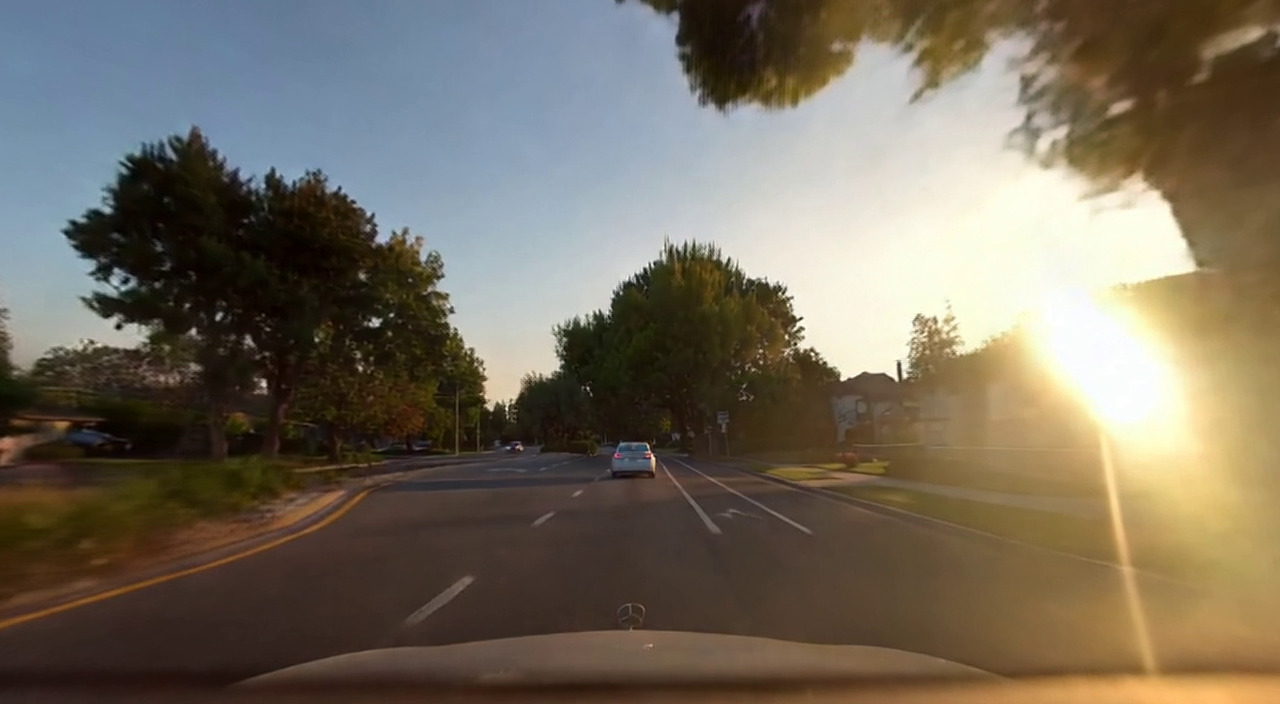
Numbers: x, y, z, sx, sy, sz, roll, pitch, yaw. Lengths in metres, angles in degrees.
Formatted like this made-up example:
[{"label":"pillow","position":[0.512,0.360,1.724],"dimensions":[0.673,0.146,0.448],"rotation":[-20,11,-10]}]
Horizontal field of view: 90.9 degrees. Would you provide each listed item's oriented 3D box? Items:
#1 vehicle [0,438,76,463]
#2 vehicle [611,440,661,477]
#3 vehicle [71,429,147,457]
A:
[{"label":"vehicle","position":[-35.148,5.677,36.377],"dimensions":[3.471,1.391,1.625],"rotation":[0,-9,-1]},{"label":"vehicle","position":[-0.145,4.589,27.435],"dimensions":[2.009,1.456,4.003],"rotation":[0,-9,1]},{"label":"vehicle","position":[-35.172,6.029,41.801],"dimensions":[3.451,1.541,1.784],"rotation":[3,-8,7]}]
